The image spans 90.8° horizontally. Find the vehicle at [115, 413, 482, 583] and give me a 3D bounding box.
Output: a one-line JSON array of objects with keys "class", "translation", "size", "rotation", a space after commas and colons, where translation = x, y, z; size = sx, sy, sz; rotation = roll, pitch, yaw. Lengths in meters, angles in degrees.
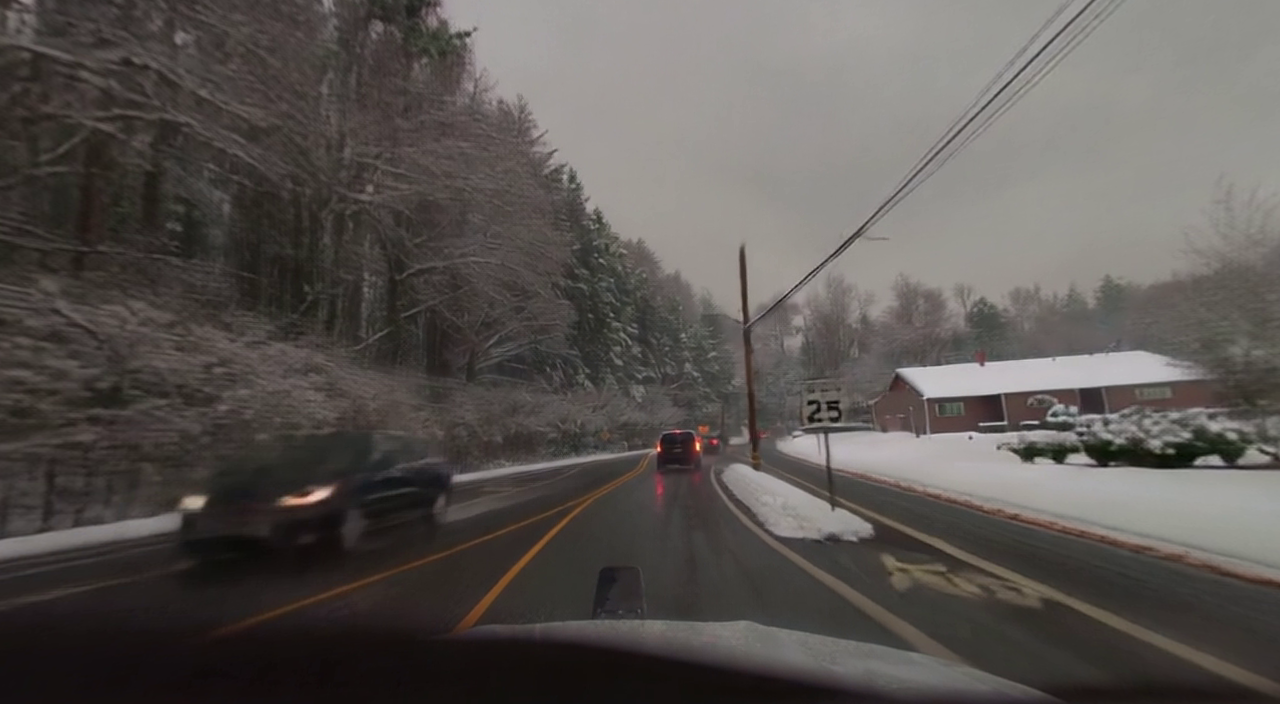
[{"class": "vehicle", "translation": [-4.063, 1.798, 8.673], "size": [2.087, 1.677, 4.467], "rotation": [-1, -9, 8]}]

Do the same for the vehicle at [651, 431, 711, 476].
[{"class": "vehicle", "translation": [1.787, 4.212, 26.311], "size": [2.216, 1.708, 4.110], "rotation": [-1, -9, 7]}]
